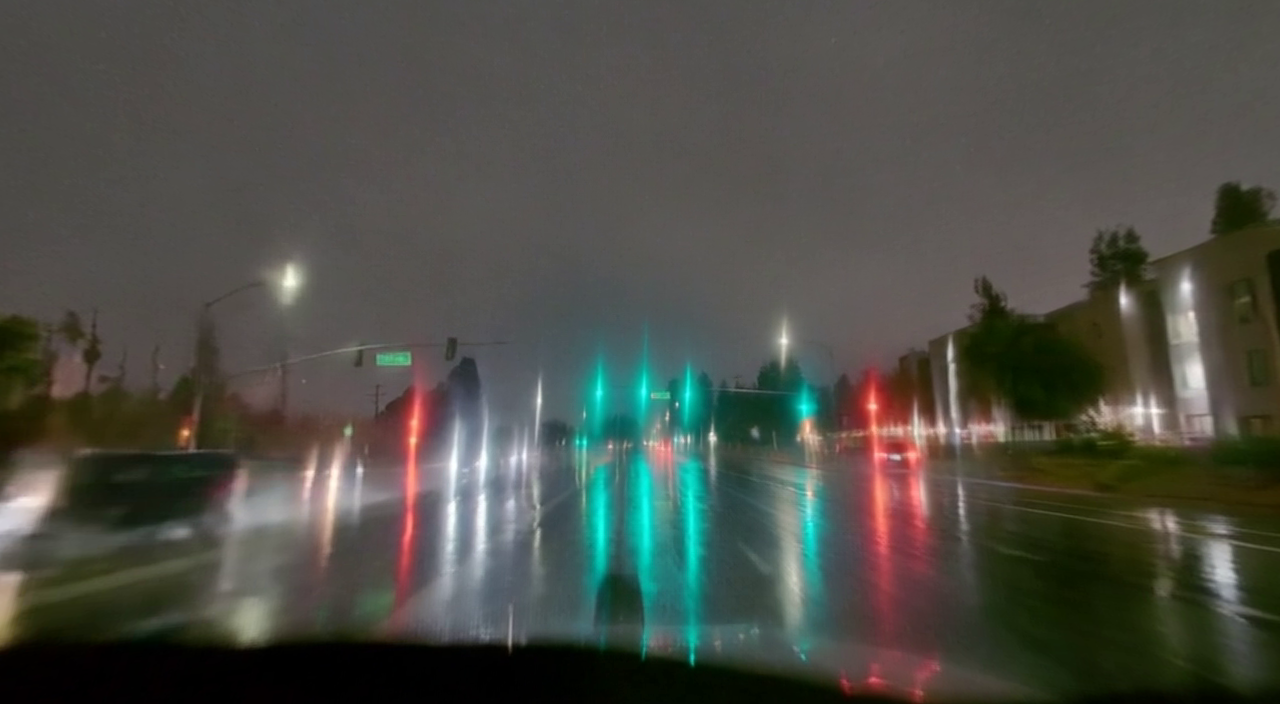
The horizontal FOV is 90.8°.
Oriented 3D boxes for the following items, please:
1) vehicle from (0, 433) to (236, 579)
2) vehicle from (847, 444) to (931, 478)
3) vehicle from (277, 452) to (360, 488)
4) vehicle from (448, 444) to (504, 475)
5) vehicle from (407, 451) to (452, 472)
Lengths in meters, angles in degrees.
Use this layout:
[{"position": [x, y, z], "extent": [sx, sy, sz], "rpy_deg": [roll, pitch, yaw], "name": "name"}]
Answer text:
[{"position": [-8.603, 2.142, 9.561], "extent": [2.035, 1.711, 4.463], "rpy_deg": [0, -9, -1], "name": "vehicle"}, {"position": [11.610, 5.116, 29.885], "extent": [1.955, 1.455, 4.727], "rpy_deg": [0, -9, -1], "name": "vehicle"}, {"position": [-15.785, 5.784, 31.294], "extent": [1.892, 1.631, 4.226], "rpy_deg": [0, -9, 0], "name": "vehicle"}, {"position": [-9.283, 6.119, 36.142], "extent": [2.010, 1.682, 4.346], "rpy_deg": [0, -9, 0], "name": "vehicle"}, {"position": [-15.948, 8.294, 48.119], "extent": [1.950, 1.511, 4.267], "rpy_deg": [0, -9, 0], "name": "vehicle"}]
